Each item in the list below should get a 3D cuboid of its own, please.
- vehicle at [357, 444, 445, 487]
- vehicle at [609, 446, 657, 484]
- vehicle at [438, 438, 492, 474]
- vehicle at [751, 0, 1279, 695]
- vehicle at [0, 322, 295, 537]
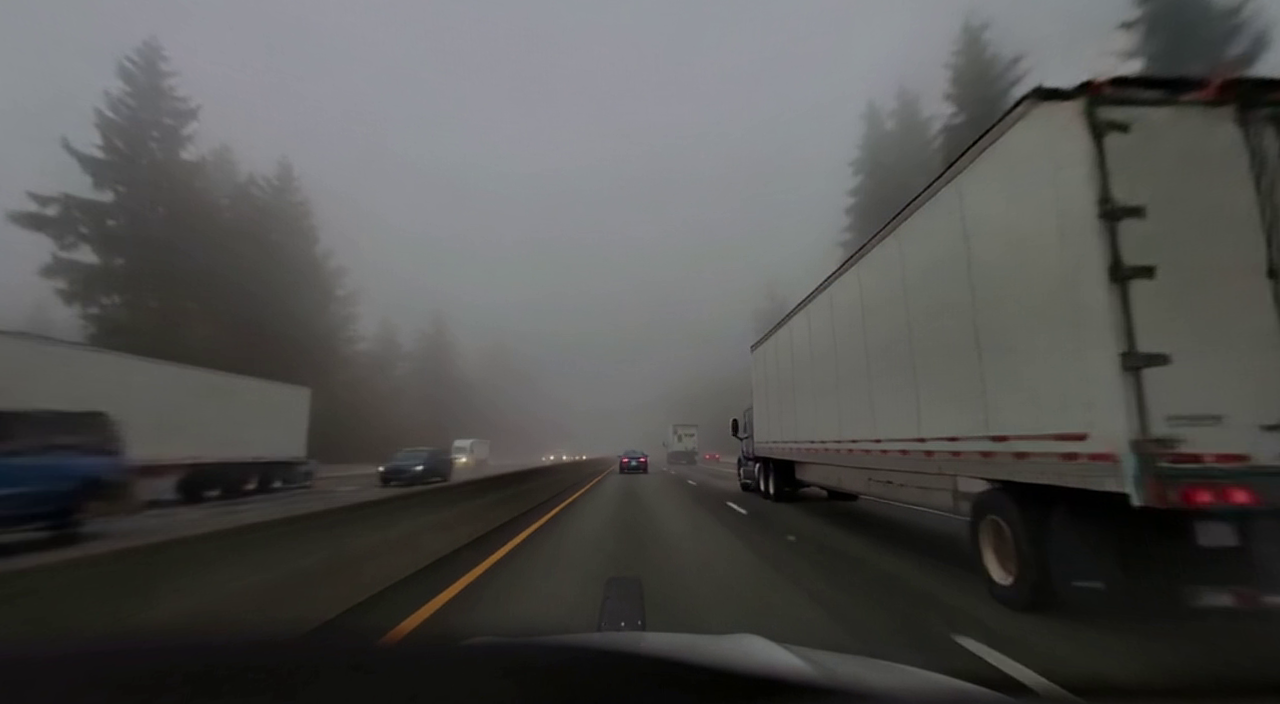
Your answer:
[{"bbox_3d":[-8.763,4.182,23.456,1.848,1.453,3.640,0,-9,0],"label":"vehicle"},{"bbox_3d":[-0.296,4.837,27.132,1.939,1.495,3.612,0,-9,0],"label":"vehicle"},{"bbox_3d":[-13.365,7.998,48.705,2.255,2.511,6.577,0,-9,0],"label":"vehicle"},{"bbox_3d":[4.646,0.854,10.483,2.842,4.060,13.939,0,-9,-1],"label":"vehicle"},{"bbox_3d":[-13.162,2.082,15.710,2.788,3.916,10.940,0,-9,1],"label":"vehicle"}]
